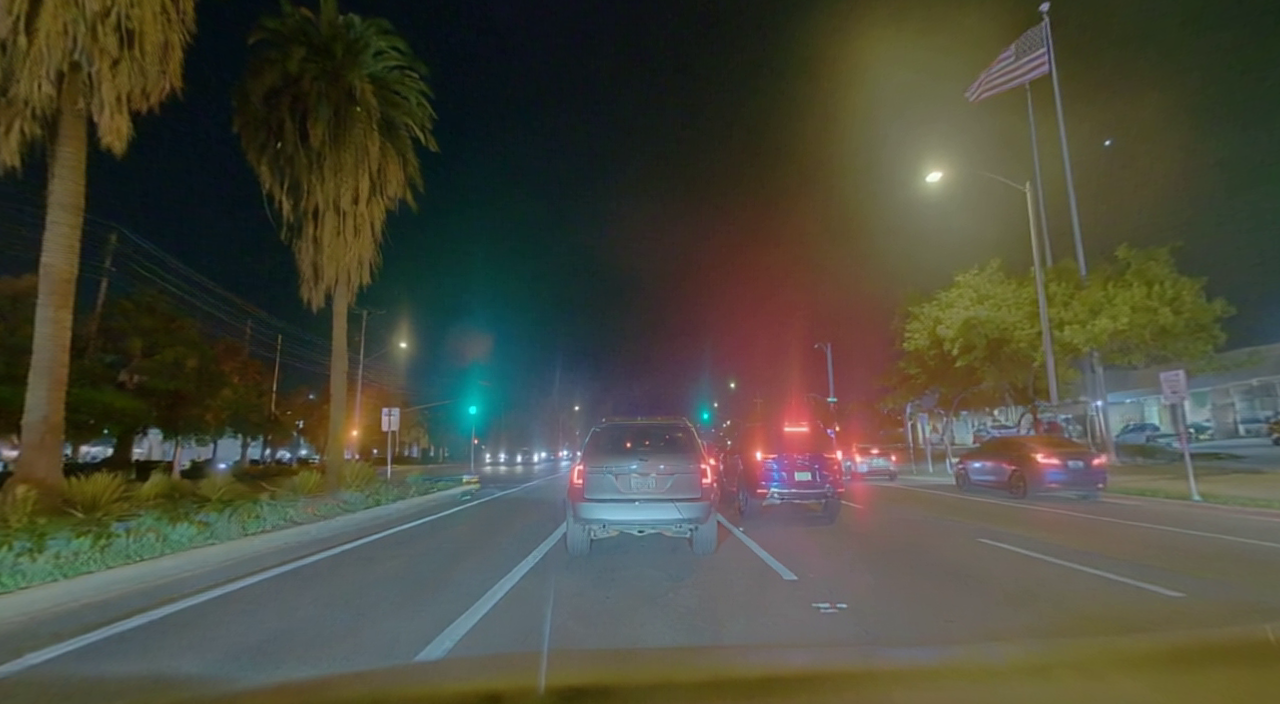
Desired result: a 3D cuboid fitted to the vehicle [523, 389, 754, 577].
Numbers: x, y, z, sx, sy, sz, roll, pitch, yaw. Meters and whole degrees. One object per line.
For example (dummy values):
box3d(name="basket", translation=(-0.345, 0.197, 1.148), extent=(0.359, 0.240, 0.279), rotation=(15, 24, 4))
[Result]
box3d(name="vehicle", translation=(-0.121, 1.700, 8.945), extent=(2.402, 1.938, 4.535), rotation=(0, -9, -3))

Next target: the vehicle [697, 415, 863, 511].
box3d(name="vehicle", translation=(3.250, 2.827, 16.582), extent=(2.773, 2.021, 6.212), rotation=(0, -9, -2))

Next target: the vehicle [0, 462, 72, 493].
box3d(name="vehicle", translation=(-45.664, 9.076, 45.763), extent=(6.410, 2.078, 2.584), rotation=(0, -9, 0))

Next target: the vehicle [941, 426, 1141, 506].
box3d(name="vehicle", translation=(10.033, 2.882, 16.401), extent=(2.155, 1.779, 4.582), rotation=(0, -9, 0))

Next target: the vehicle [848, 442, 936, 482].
box3d(name="vehicle", translation=(10.174, 4.456, 25.871), extent=(1.855, 1.495, 4.143), rotation=(0, -9, -1))

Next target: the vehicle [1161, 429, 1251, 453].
box3d(name="vehicle", translation=(36.420, 5.764, 40.837), extent=(1.839, 1.455, 4.395), rotation=(0, -9, 2))
